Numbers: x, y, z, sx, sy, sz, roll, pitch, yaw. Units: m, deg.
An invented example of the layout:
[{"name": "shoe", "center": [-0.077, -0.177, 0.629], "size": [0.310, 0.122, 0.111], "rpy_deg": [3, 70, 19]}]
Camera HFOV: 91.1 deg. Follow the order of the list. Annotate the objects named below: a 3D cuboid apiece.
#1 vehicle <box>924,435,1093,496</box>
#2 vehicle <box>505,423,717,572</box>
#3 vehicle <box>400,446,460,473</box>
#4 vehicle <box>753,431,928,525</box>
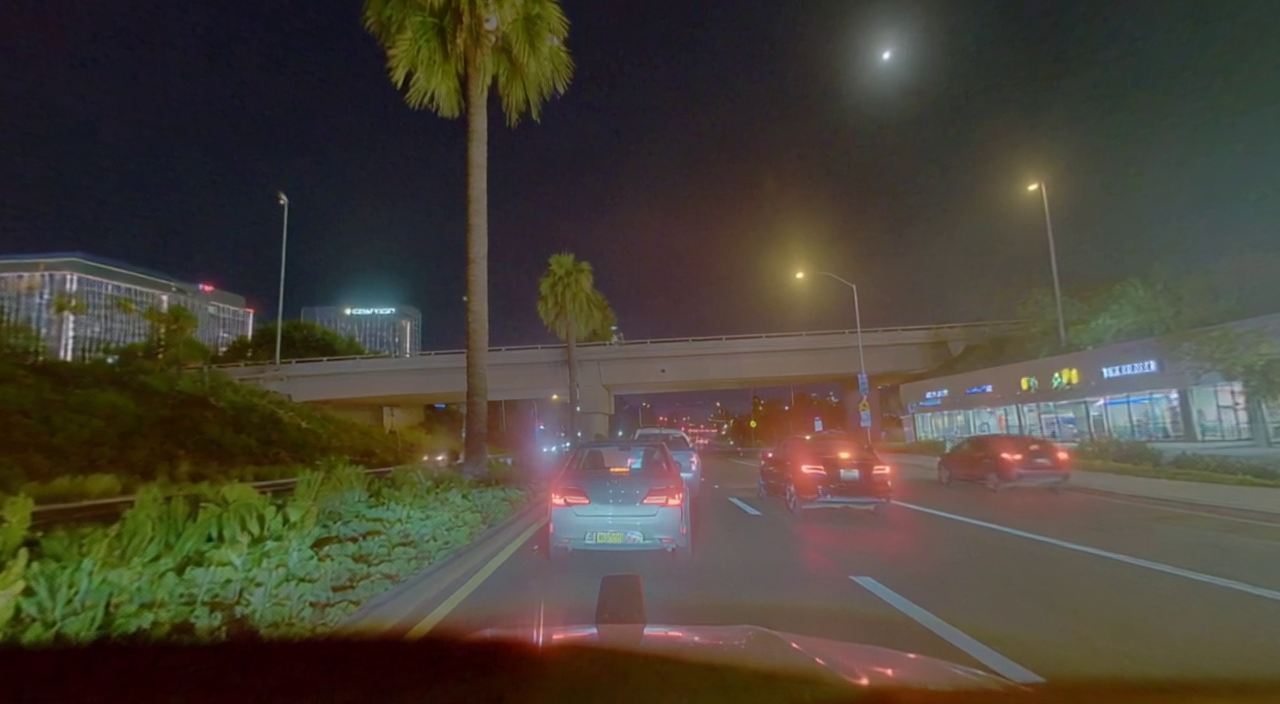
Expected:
[{"name": "vehicle", "center": [10.019, 3.106, 17.649], "size": [2.100, 1.469, 4.772], "rpy_deg": [-1, -8, 4]}, {"name": "vehicle", "center": [-0.237, 1.796, 8.520], "size": [2.172, 1.506, 4.018], "rpy_deg": [0, -8, 2]}, {"name": "vehicle", "center": [-12.298, 6.291, 37.110], "size": [1.933, 1.486, 4.449], "rpy_deg": [0, -8, 1]}, {"name": "vehicle", "center": [3.708, 2.418, 12.723], "size": [2.034, 1.517, 4.840], "rpy_deg": [0, -8, 1]}]
